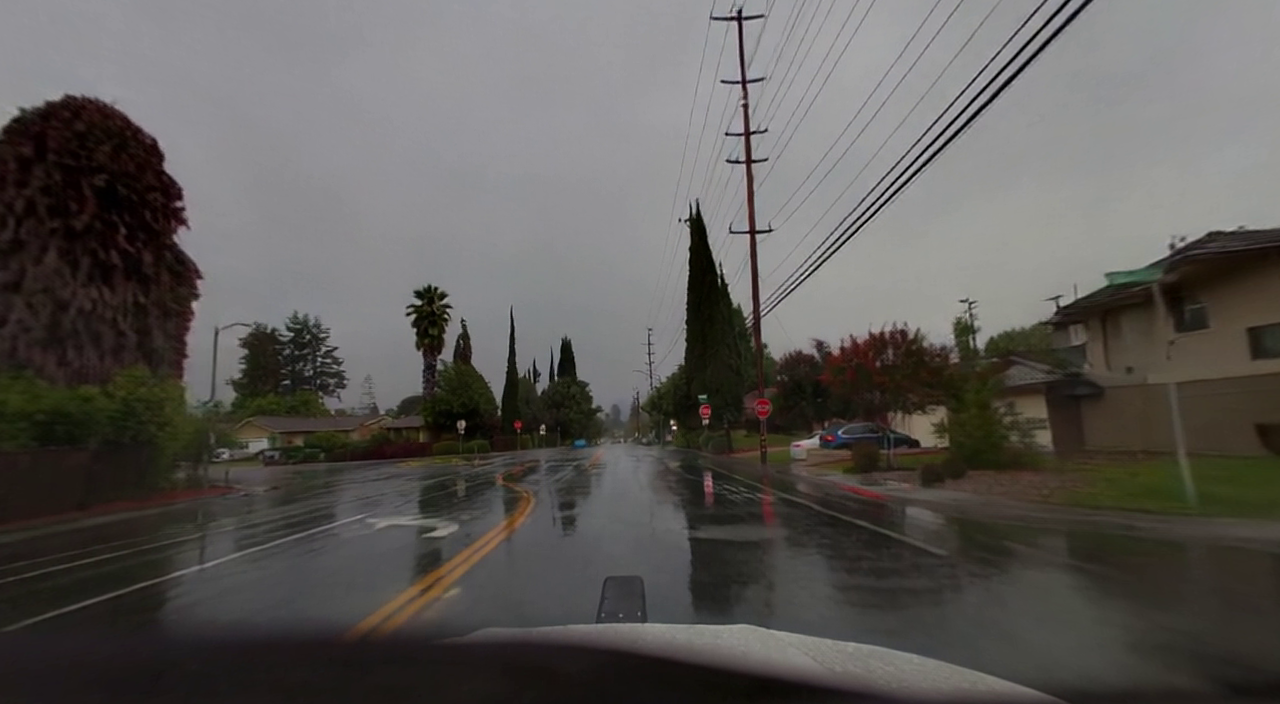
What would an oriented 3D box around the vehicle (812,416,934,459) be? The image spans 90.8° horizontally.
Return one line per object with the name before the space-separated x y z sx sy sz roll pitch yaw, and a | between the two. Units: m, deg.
vehicle | 10.251 3.821 28.122 4.544 1.807 2.204 0 -9 2
